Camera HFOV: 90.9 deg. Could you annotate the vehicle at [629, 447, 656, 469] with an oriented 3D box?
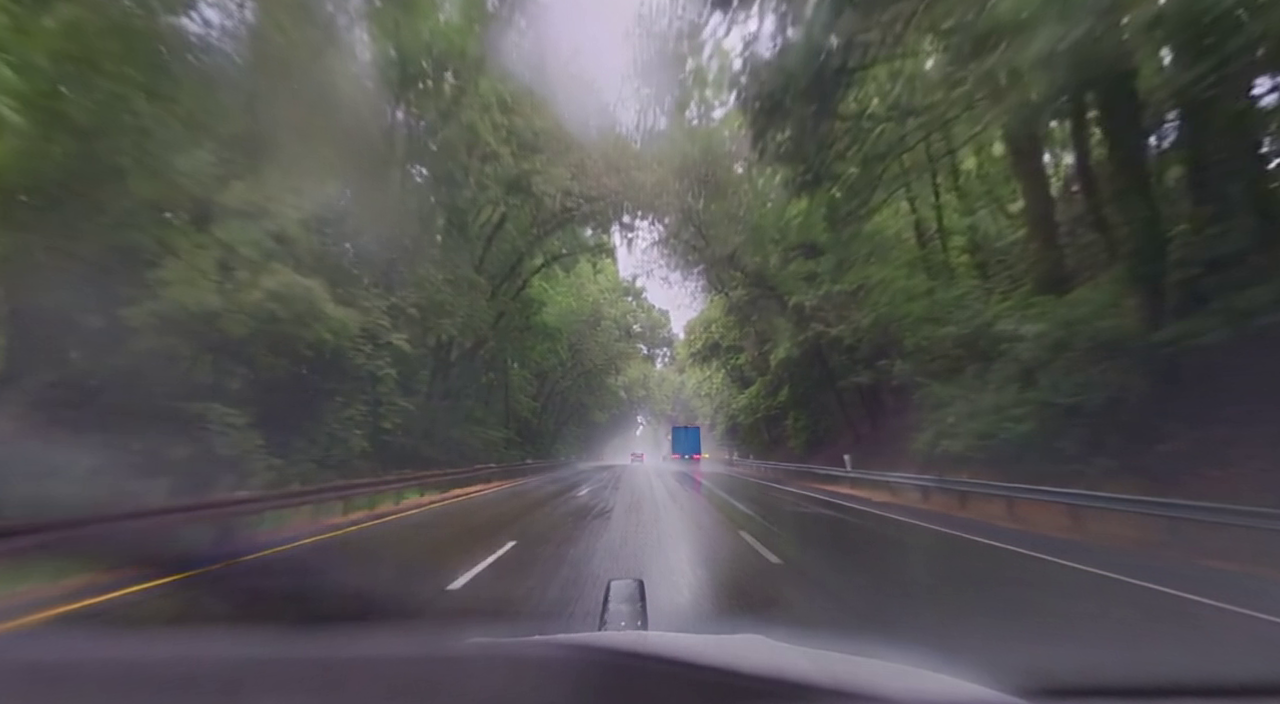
[{"bbox_3d":[0.174,7.625,45.313,1.900,1.497,3.732,0,-9,0],"label":"vehicle"}]
